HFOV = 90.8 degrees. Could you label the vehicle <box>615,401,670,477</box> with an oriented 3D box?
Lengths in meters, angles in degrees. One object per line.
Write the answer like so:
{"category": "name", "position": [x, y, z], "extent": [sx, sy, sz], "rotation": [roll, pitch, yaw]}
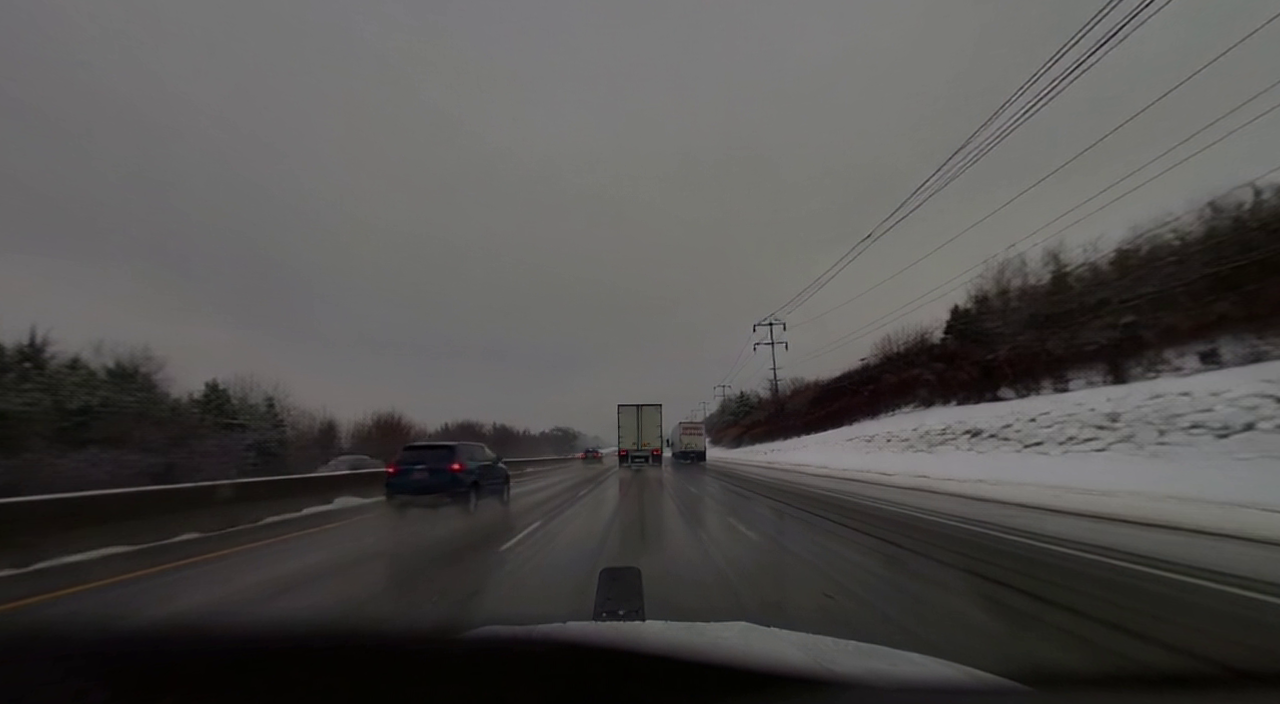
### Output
{"category": "vehicle", "position": [0.222, 5.521, 39.401], "extent": [2.985, 4.025, 10.982], "rotation": [0, -9, 1]}

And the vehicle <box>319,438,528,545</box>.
{"category": "vehicle", "position": [-3.574, 2.398, 11.600], "extent": [2.128, 1.533, 4.694], "rotation": [0, -9, 1]}

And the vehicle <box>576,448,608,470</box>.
{"category": "vehicle", "position": [-3.731, 8.412, 49.948], "extent": [2.170, 1.657, 4.573], "rotation": [0, -9, 1]}
